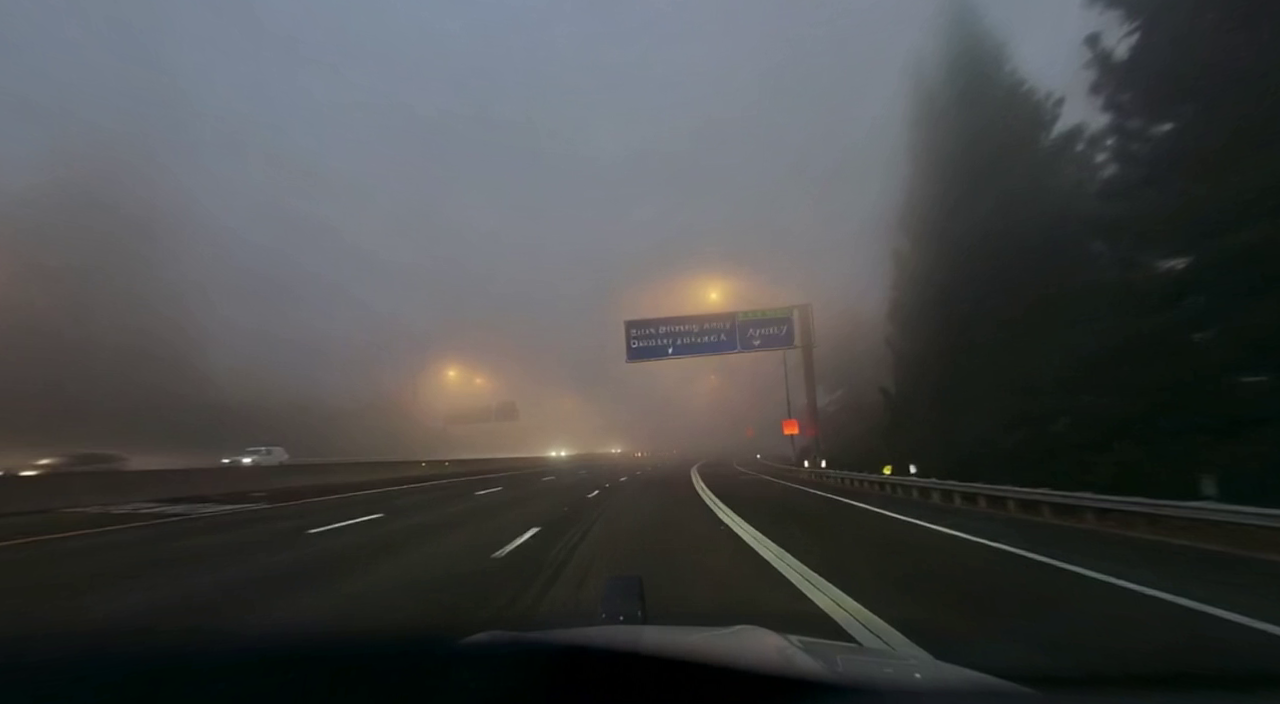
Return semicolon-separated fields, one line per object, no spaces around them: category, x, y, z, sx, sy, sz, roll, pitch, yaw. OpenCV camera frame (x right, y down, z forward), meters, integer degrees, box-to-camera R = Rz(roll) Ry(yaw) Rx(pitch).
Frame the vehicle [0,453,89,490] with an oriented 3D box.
vehicle;-26.251;5.047;26.852;1.701;1.455;4.012;-1;-9;3

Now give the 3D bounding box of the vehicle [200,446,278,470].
vehicle;-28.845;7.615;45.534;2.162;1.616;4.951;-1;-9;4
